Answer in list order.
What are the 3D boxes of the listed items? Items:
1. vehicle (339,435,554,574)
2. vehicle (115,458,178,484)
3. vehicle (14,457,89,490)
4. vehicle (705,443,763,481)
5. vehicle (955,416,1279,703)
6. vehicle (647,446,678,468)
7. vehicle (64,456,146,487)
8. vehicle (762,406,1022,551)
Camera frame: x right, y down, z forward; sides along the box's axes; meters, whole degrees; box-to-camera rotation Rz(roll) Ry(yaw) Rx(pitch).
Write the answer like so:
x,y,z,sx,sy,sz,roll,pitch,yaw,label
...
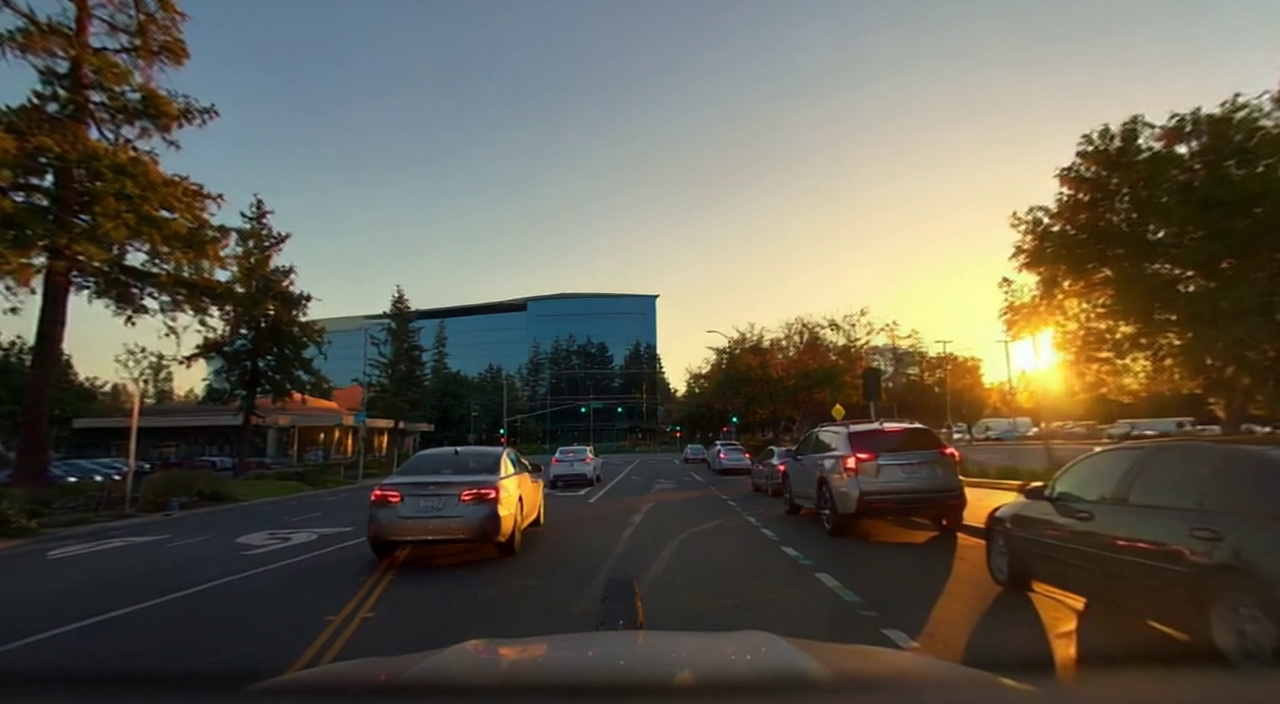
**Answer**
x,y,z,sx,sy,sz,roll,pitch,yaw,label
-2.416,2.003,9.143,1.968,1.497,4.286,0,-9,-3,vehicle
-29.573,7.086,37.857,3.527,1.390,1.681,-5,-10,30,vehicle
-30.217,6.182,32.413,3.865,1.499,1.804,-6,-10,33,vehicle
4.025,4.773,27.718,1.910,1.493,4.490,0,-9,1,vehicle
4.098,1.200,3.956,1.904,1.494,4.864,0,-9,2,vehicle
1.606,7.524,45.566,2.095,1.473,4.301,0,-9,1,vehicle
-29.959,6.628,35.346,4.127,1.583,1.978,-5,-10,28,vehicle
3.883,2.093,11.237,2.324,1.907,5.634,0,-9,0,vehicle
